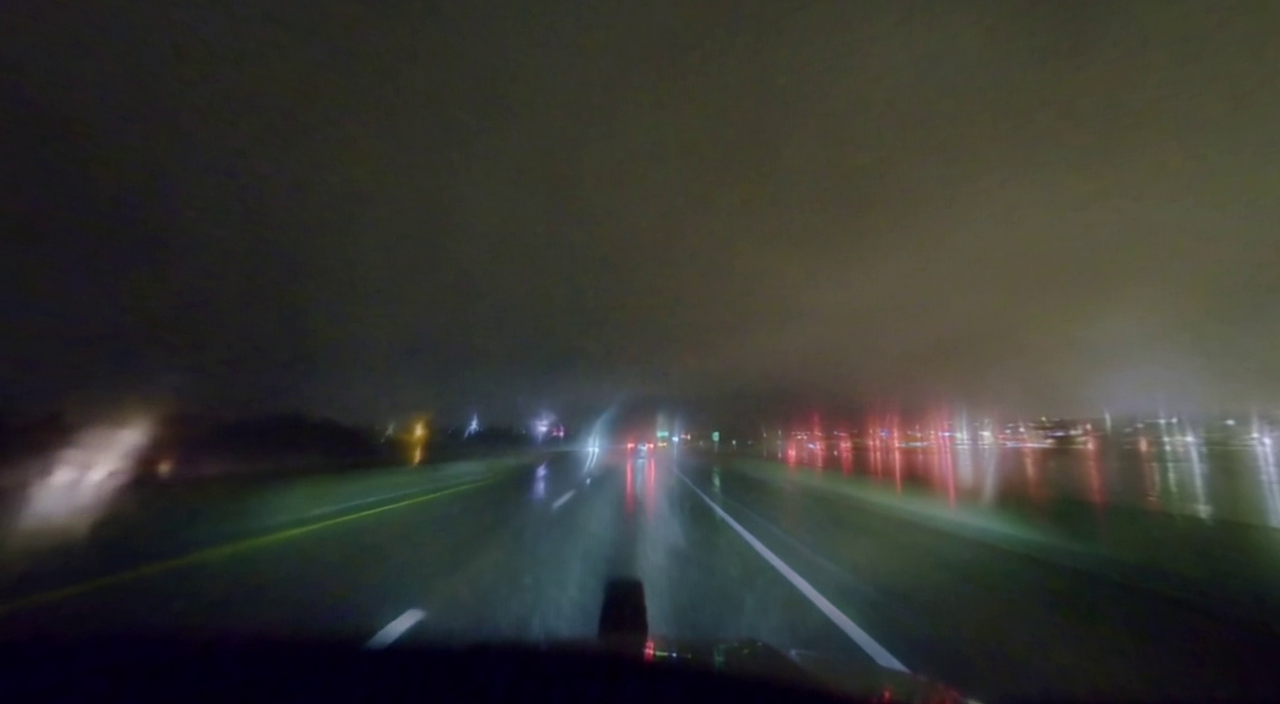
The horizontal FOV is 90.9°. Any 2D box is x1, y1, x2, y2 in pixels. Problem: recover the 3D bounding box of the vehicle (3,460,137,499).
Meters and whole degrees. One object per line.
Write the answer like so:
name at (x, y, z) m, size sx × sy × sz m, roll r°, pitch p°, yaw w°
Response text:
vehicle at (-25.919, 5.785, 28.940) m, size 1.909 × 1.472 × 4.517 m, roll 0°, pitch -8°, yaw 0°
